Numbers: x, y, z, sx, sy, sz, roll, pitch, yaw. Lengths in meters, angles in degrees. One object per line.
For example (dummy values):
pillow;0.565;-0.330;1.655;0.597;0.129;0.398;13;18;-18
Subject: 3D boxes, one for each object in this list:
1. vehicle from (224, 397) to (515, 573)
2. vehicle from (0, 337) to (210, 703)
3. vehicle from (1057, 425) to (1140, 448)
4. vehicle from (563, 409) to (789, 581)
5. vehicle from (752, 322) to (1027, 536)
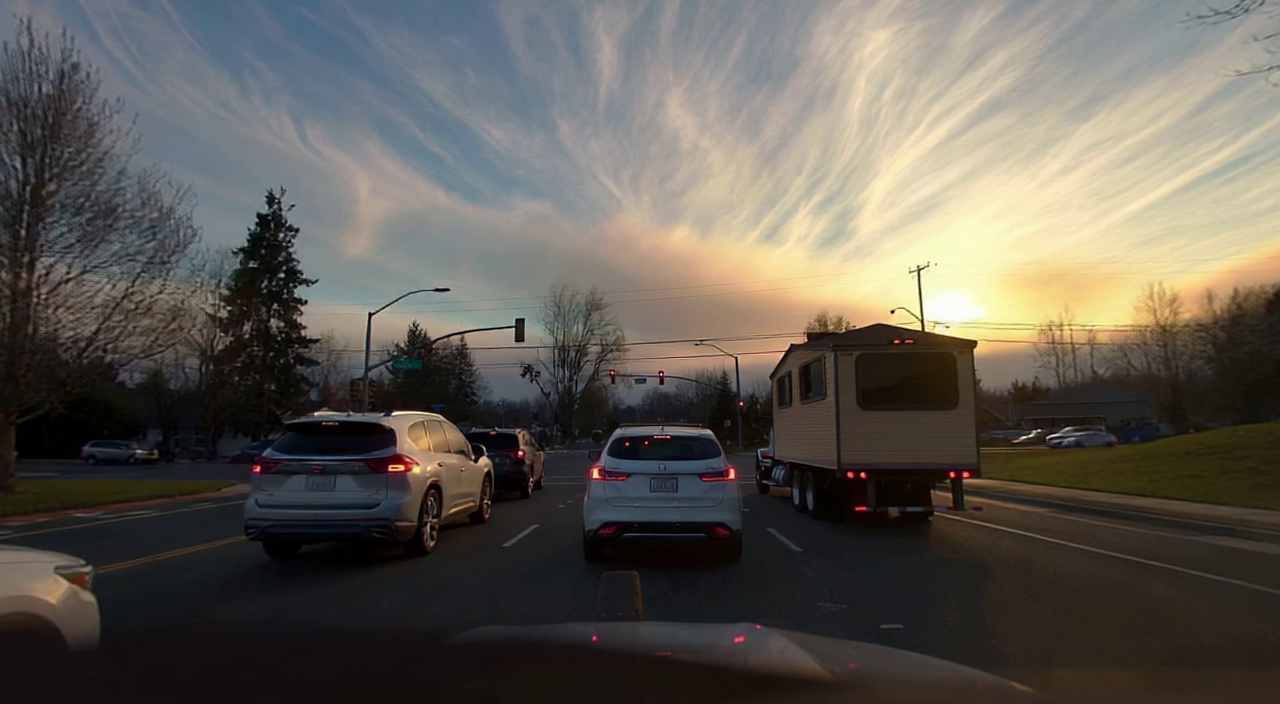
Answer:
vehicle;-3.265;1.715;8.854;2.085;1.812;4.388;0;-9;0
vehicle;-3.423;0.677;1.483;1.952;1.730;4.116;0;-9;-1
vehicle;33.170;6.151;45.879;4.671;1.595;1.824;-6;-10;31
vehicle;0.360;1.709;8.306;2.189;1.649;4.171;0;-9;0
vehicle;3.686;1.390;10.984;2.531;2.750;5.595;0;-9;1
